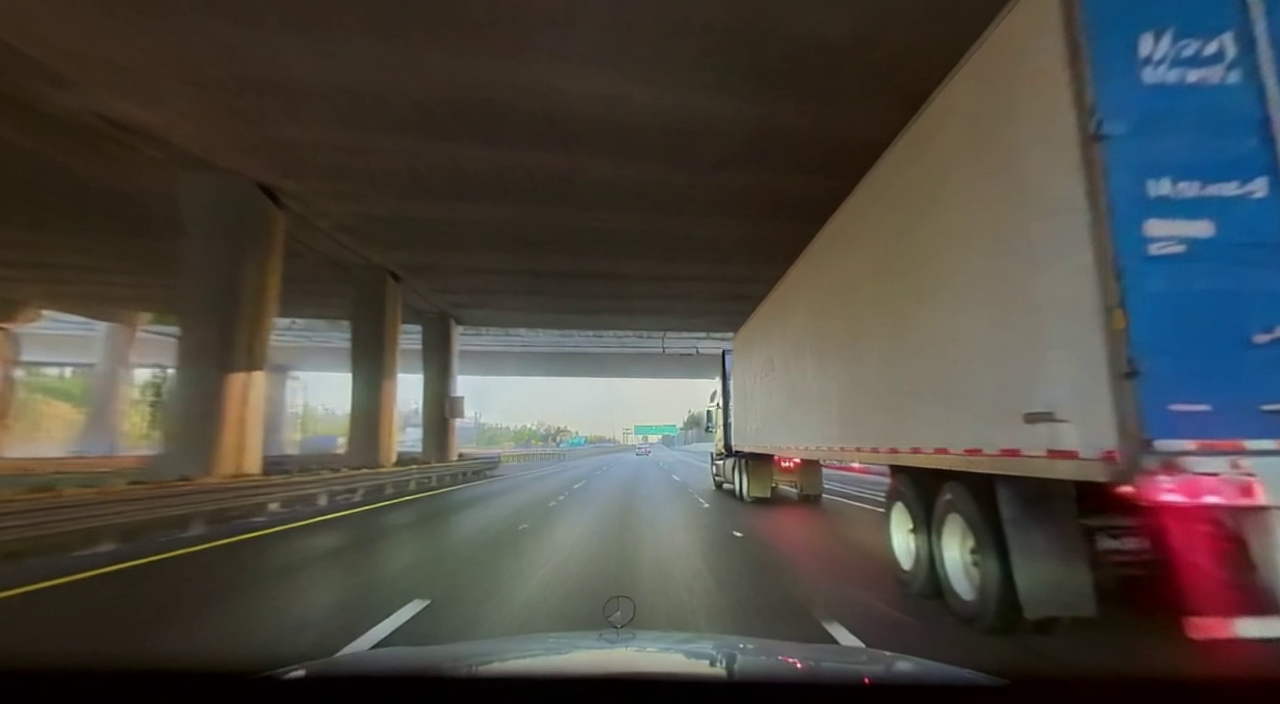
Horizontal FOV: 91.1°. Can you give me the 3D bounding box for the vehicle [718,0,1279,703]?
[{"bbox_3d":[3.806,0.745,9.693,3.244,4.020,14.561,0,-9,0],"label":"vehicle"}]
